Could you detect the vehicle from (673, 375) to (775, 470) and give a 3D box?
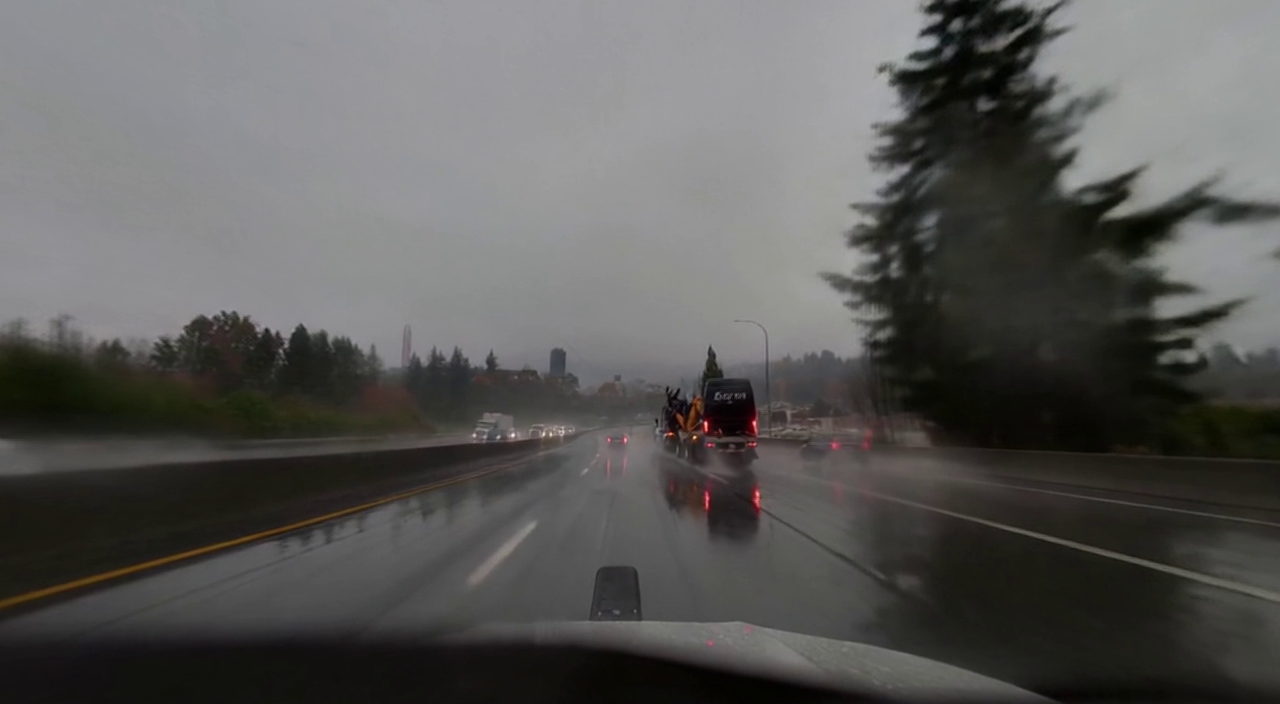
[{"bbox_3d":[3.583,3.448,29.949,2.912,3.738,10.123,0,-8,-3],"label":"vehicle"}]

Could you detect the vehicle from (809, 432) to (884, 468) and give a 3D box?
[{"bbox_3d":[9.067,4.328,28.090,1.820,1.469,4.257,0,-8,-1],"label":"vehicle"}]
